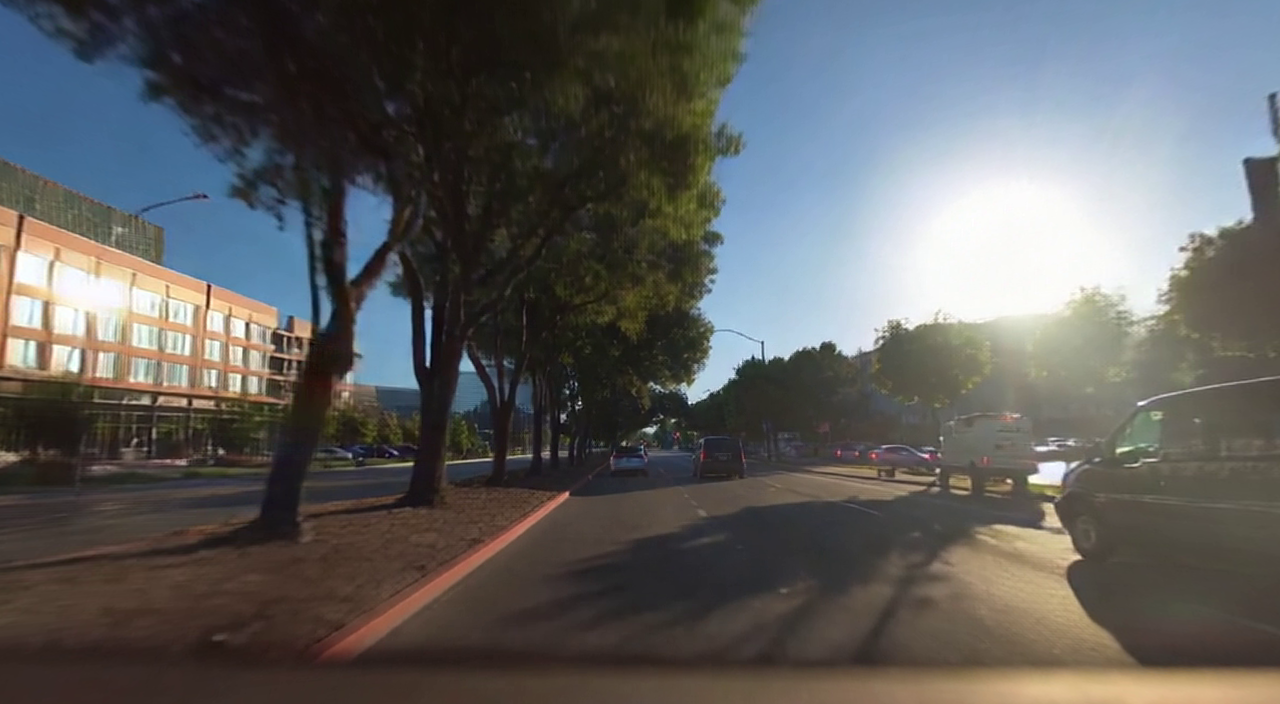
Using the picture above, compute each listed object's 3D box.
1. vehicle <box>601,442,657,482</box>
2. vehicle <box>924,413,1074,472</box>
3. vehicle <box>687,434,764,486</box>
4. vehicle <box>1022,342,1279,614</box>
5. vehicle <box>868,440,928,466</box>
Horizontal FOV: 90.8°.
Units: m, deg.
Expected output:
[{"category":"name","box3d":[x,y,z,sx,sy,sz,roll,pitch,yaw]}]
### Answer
[{"category":"vehicle","box3d":[-0.434,4.407,25.664,2.095,1.456,3.873,0,-8,-1]},{"category":"vehicle","box3d":[17.667,4.489,31.362,5.907,2.777,2.431,0,-8,-2]},{"category":"vehicle","box3d":[3.013,3.910,23.235,2.047,1.711,4.265,0,-8,-2]},{"category":"vehicle","box3d":[6.346,1.056,5.419,2.573,2.127,5.568,0,-8,-1]},{"category":"vehicle","box3d":[17.106,6.727,42.099,2.065,1.603,4.264,0,-8,-2]}]
